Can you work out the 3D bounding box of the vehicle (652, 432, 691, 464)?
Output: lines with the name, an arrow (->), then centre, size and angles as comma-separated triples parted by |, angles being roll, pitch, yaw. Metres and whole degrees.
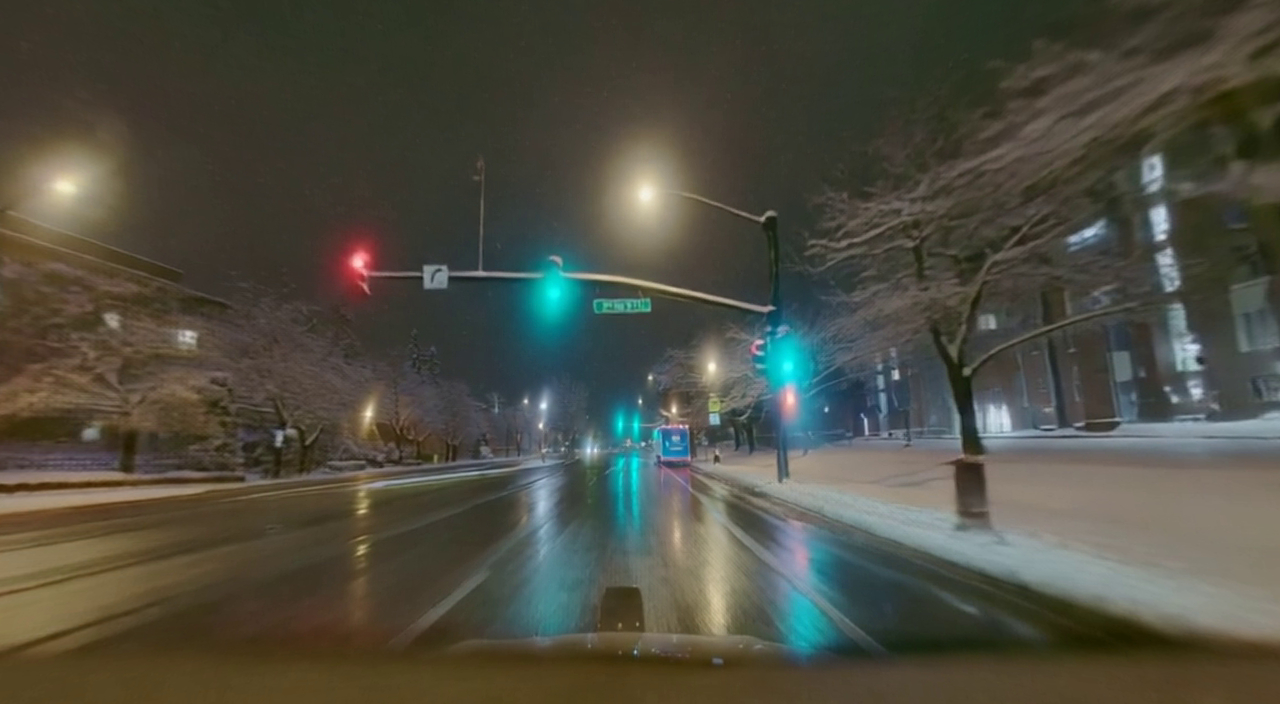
vehicle -> 2.204, 7.056, 46.386 | 2.514, 2.218, 5.013 | 0, -9, -1
